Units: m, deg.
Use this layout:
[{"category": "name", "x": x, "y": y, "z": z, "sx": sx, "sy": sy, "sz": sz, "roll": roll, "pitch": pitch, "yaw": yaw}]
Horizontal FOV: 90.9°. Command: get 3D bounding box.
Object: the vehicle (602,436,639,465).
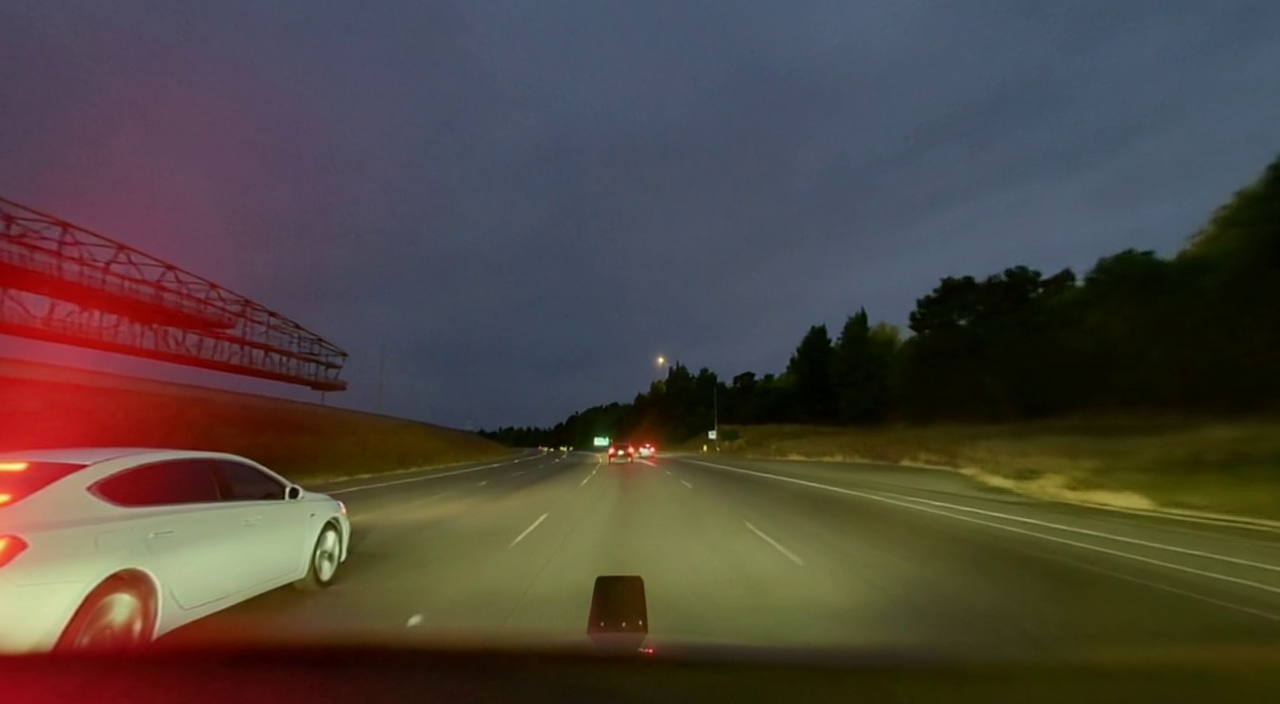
[{"category": "vehicle", "x": -1.352, "y": 6.561, "z": 42.290, "sx": 2.328, "sy": 1.805, "sz": 4.502, "roll": 0, "pitch": -8, "yaw": -3}]
